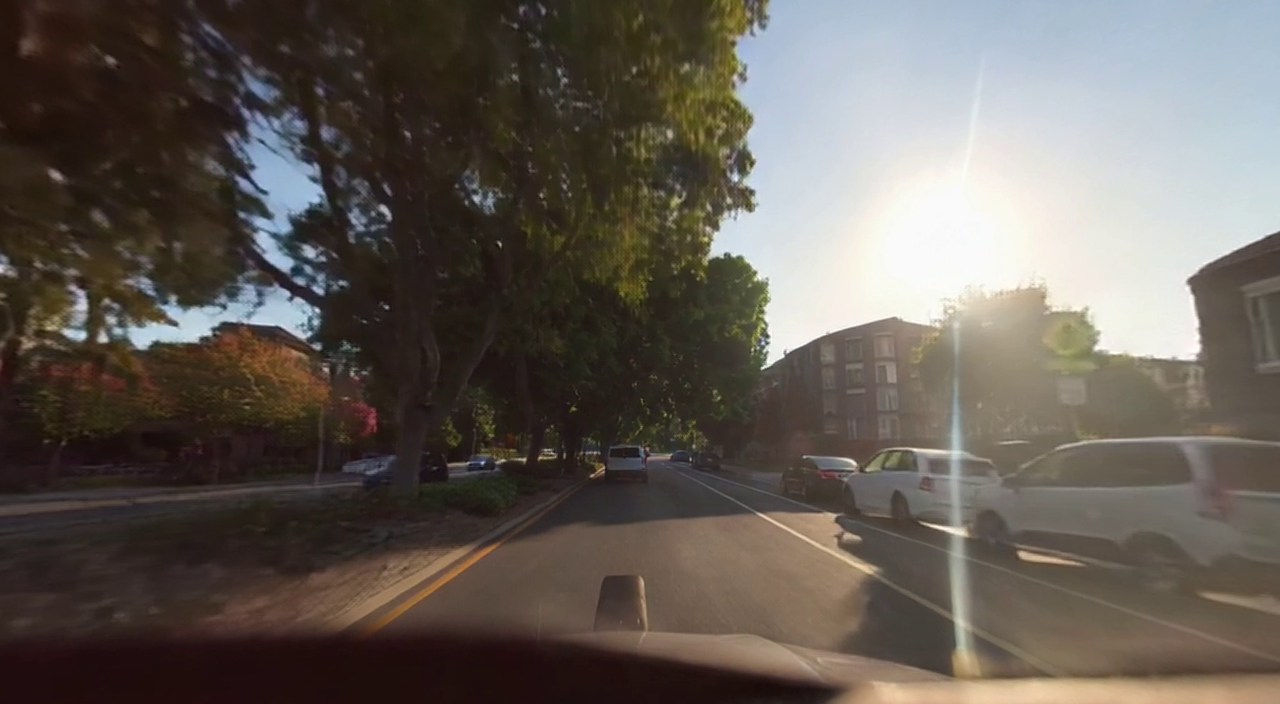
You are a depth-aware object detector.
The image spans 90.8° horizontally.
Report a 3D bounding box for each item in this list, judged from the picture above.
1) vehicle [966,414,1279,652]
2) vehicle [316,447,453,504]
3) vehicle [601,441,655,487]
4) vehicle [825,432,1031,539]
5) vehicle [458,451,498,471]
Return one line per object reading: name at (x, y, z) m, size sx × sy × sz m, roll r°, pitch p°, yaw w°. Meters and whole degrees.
vehicle at (5.770, 1.655, 6.783) m, size 2.082 × 1.736 × 4.561 m, roll 0°, pitch -9°, yaw 0°
vehicle at (-7.426, 3.613, 19.043) m, size 2.105 × 1.474 × 4.808 m, roll 0°, pitch -9°, yaw 0°
vehicle at (-0.469, 4.589, 26.200) m, size 2.070 × 1.698 × 3.925 m, roll 0°, pitch -9°, yaw 0°
vehicle at (5.572, 2.618, 13.111) m, size 1.943 × 1.778 × 4.778 m, roll 0°, pitch -9°, yaw -1°
vehicle at (-12.475, 8.420, 48.965) m, size 1.890 × 1.473 × 4.419 m, roll 0°, pitch -9°, yaw 0°
